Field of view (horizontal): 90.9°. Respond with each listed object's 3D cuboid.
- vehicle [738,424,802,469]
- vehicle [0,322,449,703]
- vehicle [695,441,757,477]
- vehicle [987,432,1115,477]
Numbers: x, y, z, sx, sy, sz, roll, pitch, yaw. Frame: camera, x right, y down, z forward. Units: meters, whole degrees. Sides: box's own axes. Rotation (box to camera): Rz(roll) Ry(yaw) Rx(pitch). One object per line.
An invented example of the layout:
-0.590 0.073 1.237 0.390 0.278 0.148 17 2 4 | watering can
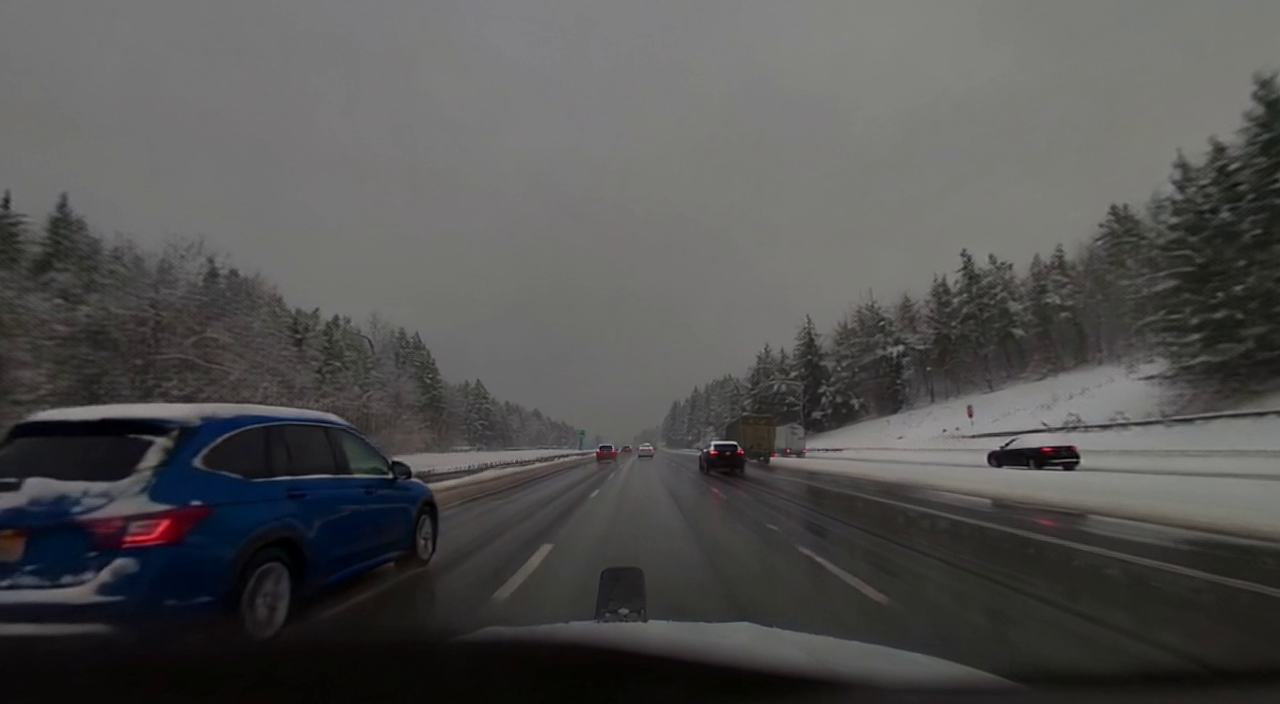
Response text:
8.036 5.924 39.571 2.729 2.628 4.875 0 -9 -2 | vehicle
-3.441 1.152 4.889 2.218 1.764 5.229 0 -9 1 | vehicle
3.767 4.805 28.584 2.080 1.493 4.674 0 -9 -1 | vehicle
20.059 5.038 31.213 2.221 1.995 5.803 0 -9 -3 | vehicle
